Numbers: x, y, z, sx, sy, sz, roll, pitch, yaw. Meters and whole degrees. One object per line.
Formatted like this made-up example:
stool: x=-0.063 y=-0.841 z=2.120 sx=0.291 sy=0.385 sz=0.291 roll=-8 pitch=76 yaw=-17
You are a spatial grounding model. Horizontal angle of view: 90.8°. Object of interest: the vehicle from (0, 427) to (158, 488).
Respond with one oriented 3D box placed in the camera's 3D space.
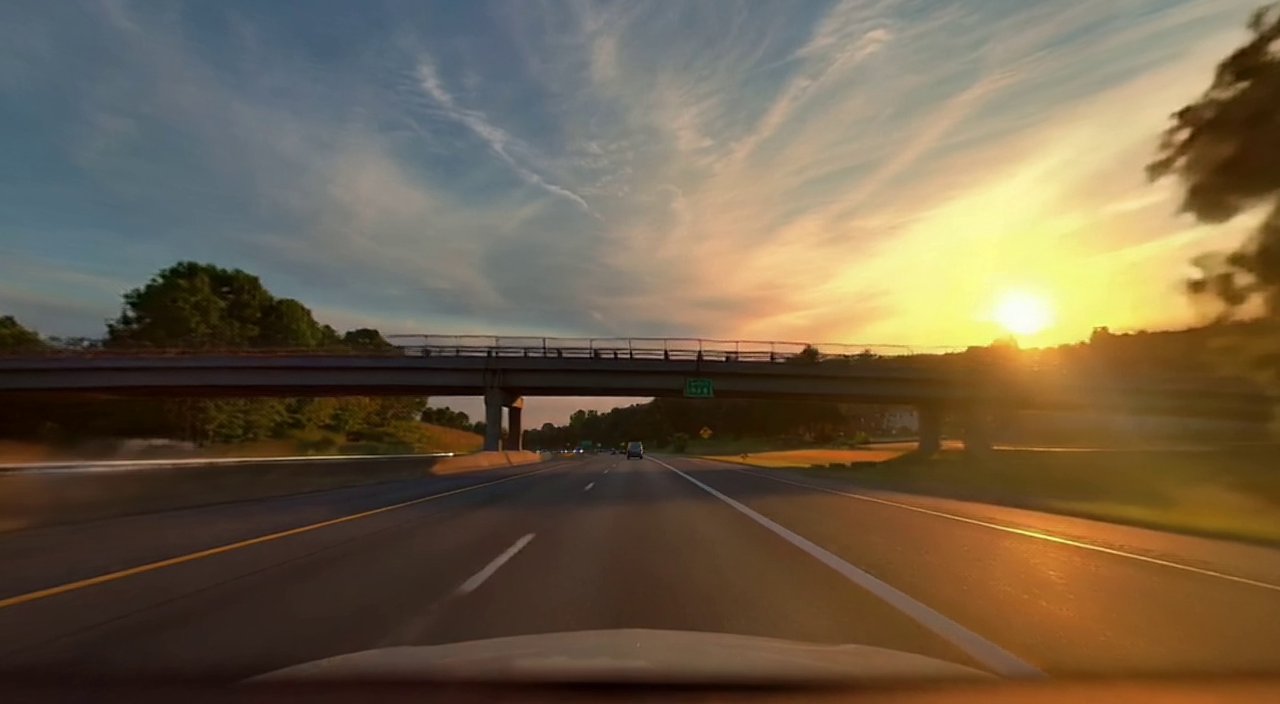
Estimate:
vehicle: x=-17.268 y=3.209 z=19.240 sx=1.955 sy=1.598 sz=4.057 roll=-2 pitch=-9 yaw=-1
